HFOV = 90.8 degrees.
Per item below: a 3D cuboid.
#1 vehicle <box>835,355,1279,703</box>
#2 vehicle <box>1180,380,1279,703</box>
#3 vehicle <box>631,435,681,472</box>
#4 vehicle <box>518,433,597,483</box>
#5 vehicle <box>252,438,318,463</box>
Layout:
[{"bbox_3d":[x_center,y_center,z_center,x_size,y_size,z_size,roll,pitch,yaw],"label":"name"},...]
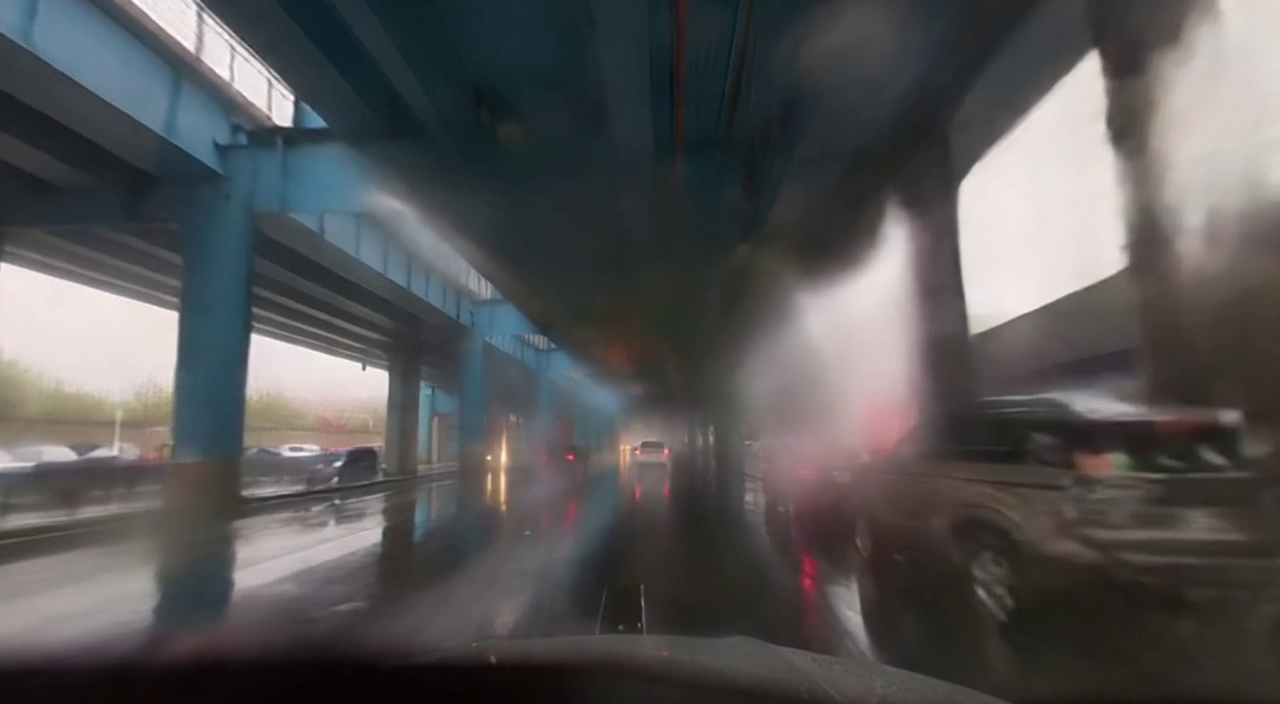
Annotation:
[{"bbox_3d":[3.351,1.211,5.421,2.043,1.796,4.242,0,-8,1],"label":"vehicle"},{"bbox_3d":[3.288,0.663,0.579,1.983,1.589,4.010,0,-8,0],"label":"vehicle"},{"bbox_3d":[0.742,4.681,29.279,2.155,1.571,3.734,0,-8,2],"label":"vehicle"},{"bbox_3d":[-2.750,3.667,22.159,2.024,1.533,4.549,0,-8,2],"label":"vehicle"},{"bbox_3d":[-27.205,7.539,48.619,2.174,1.824,4.764,0,-8,2],"label":"vehicle"}]
